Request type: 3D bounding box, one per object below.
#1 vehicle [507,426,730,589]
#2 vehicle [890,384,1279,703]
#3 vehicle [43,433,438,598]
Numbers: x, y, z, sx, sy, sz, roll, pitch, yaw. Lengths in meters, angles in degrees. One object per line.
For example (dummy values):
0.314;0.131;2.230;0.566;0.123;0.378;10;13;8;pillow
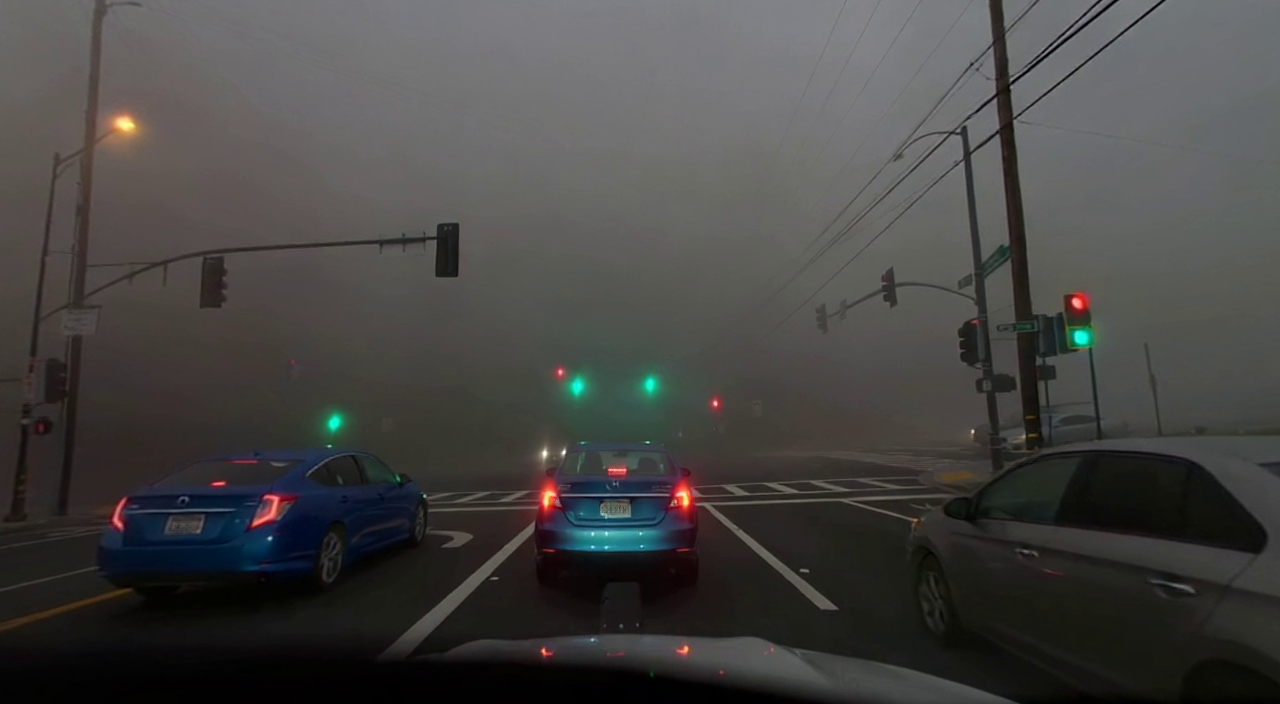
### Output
-0.225;1.756;8.018;2.061;1.485;4.196;0;-8;-1;vehicle
2.917;1.016;3.049;1.860;1.494;3.707;0;-8;0;vehicle
-4.369;1.819;8.006;2.106;1.492;4.312;0;-8;1;vehicle
